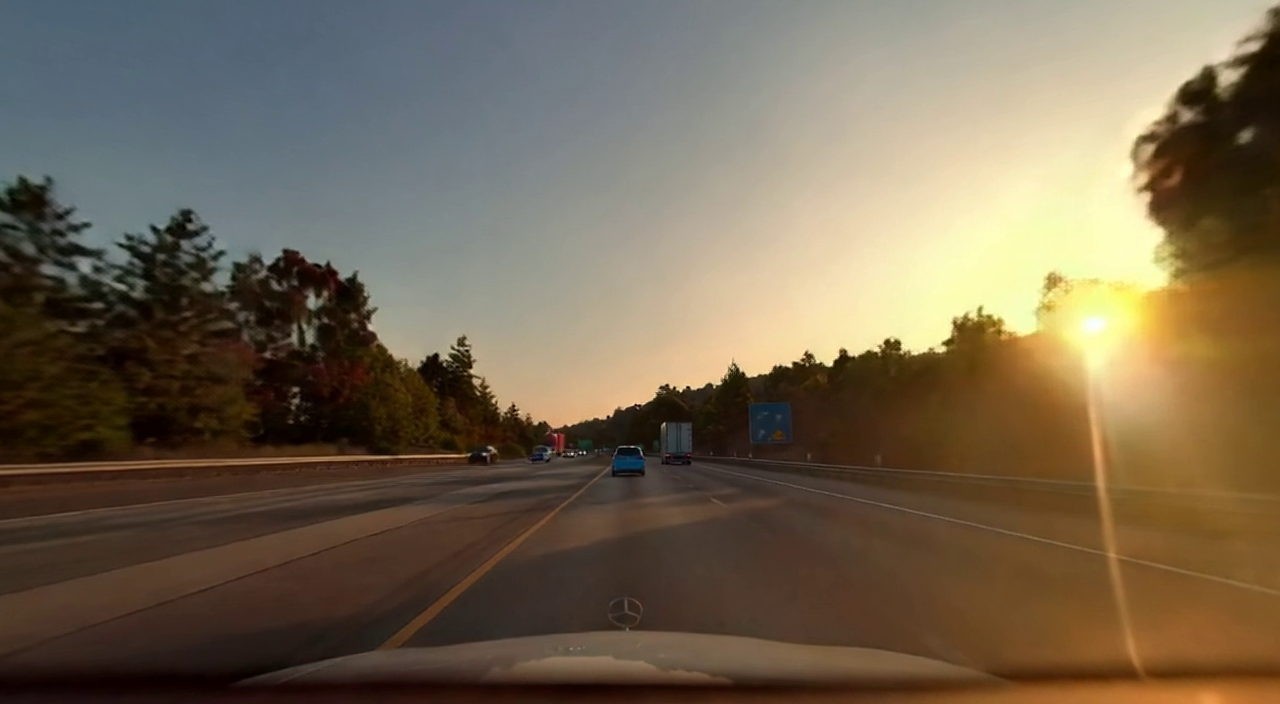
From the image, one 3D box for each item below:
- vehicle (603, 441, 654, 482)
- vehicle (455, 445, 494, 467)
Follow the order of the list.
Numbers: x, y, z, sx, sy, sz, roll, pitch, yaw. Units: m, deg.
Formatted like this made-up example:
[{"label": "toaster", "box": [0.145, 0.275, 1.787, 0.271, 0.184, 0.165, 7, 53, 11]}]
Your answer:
[{"label": "vehicle", "box": [-0.523, 4.994, 28.893, 2.190, 1.706, 4.062, 0, -9, -1]}, {"label": "vehicle", "box": [-12.815, 8.099, 49.097, 1.893, 1.583, 4.236, 0, -9, -1]}]
